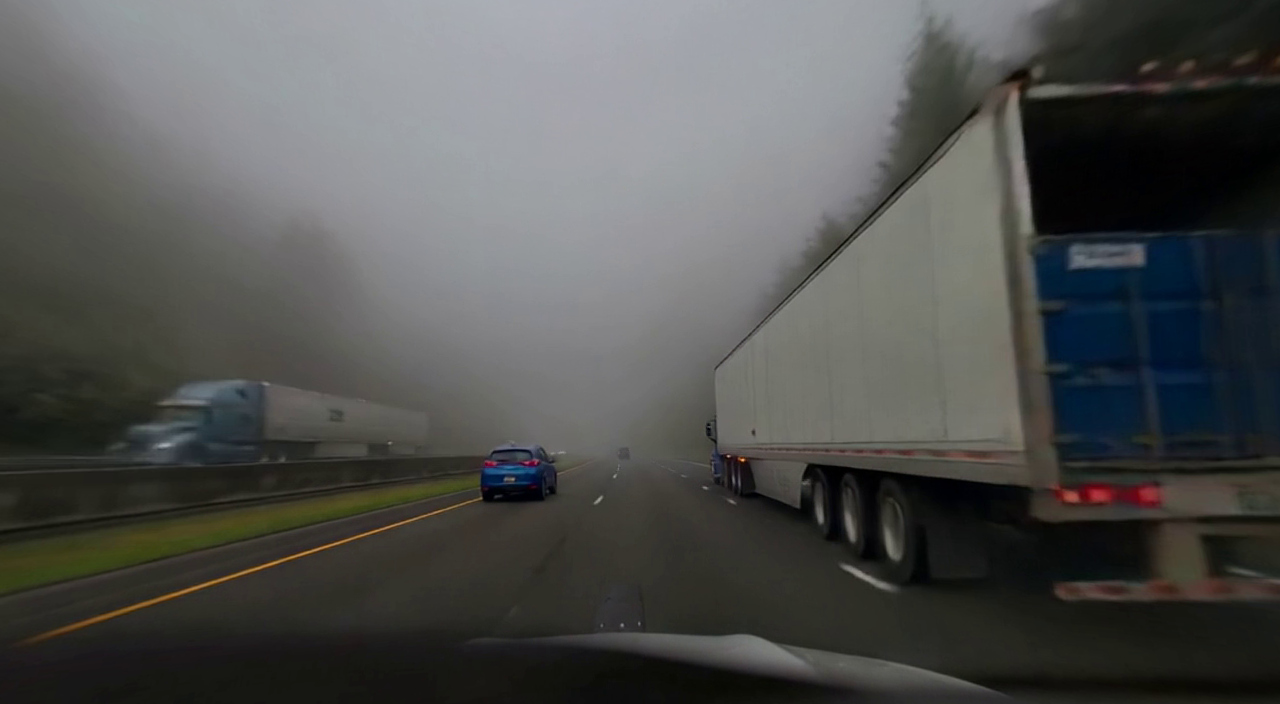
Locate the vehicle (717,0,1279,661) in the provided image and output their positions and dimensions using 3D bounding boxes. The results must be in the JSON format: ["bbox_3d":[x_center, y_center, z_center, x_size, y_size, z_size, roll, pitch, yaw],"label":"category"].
[{"bbox_3d":[4.436,1.008,12.474,3.532,4.201,17.611,0,-9,0],"label":"vehicle"}]

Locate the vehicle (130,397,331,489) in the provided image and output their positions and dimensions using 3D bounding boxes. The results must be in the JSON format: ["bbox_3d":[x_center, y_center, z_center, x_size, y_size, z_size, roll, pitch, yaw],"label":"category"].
[{"bbox_3d":[-15.027,3.521,24.068,2.643,2.931,7.342,0,-9,1],"label":"vehicle"}]

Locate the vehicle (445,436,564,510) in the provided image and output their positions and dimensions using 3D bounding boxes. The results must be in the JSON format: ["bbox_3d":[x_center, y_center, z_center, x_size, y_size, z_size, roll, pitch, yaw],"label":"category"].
[{"bbox_3d":[-3.340,3.093,16.505,2.115,1.670,4.261,0,-9,1],"label":"vehicle"}]

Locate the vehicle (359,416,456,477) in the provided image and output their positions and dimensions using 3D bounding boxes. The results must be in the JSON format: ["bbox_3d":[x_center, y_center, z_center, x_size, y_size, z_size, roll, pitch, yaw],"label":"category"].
[{"bbox_3d":[-11.427,4.768,31.678,2.328,2.714,6.655,0,-9,0],"label":"vehicle"}]
